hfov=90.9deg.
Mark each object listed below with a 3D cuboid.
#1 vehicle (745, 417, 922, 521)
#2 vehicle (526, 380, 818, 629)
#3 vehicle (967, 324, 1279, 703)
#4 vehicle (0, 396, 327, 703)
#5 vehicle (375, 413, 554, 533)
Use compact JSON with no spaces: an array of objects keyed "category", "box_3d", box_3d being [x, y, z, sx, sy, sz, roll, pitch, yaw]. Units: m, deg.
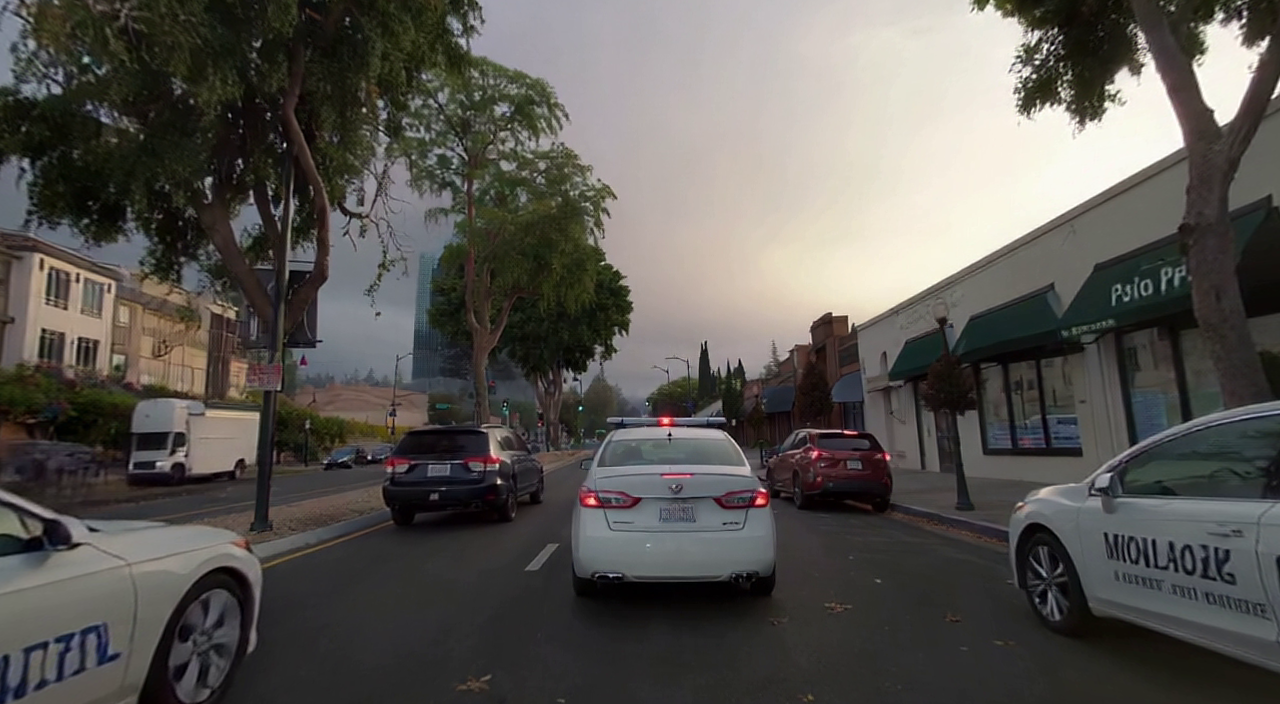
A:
[{"category":"vehicle","box_3d":[4.048,2.584,14.540,2.038,1.865,5.786,1,-8,-2]},{"category":"vehicle","box_3d":[0.211,1.385,6.593,2.075,1.770,4.018,0,-8,0]},{"category":"vehicle","box_3d":[4.008,0.906,3.243,1.987,1.877,5.330,3,-8,2]},{"category":"vehicle","box_3d":[-2.942,0.862,1.834,1.908,1.474,4.257,0,-8,-1]},{"category":"vehicle","box_3d":[-2.999,2.186,11.958,2.135,1.806,4.514,0,-8,-1]}]
